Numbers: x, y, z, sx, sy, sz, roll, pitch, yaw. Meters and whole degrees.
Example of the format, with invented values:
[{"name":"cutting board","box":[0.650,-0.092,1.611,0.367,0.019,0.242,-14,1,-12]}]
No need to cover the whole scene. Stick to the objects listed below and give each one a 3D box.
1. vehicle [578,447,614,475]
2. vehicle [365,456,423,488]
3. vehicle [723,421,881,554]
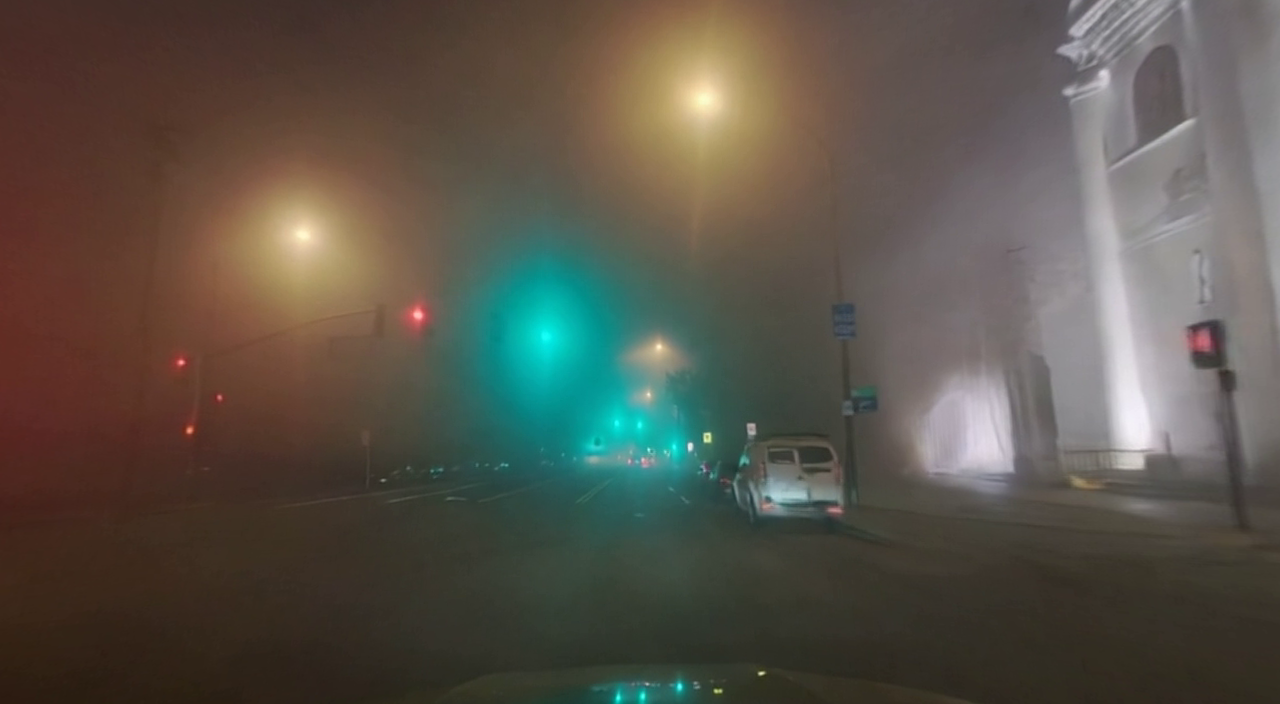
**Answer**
[{"name":"vehicle","box":[-3.257,8.214,47.725,2.293,1.936,4.737,1,-9,1]},{"name":"vehicle","box":[-15.271,7.446,39.442,1.978,1.819,4.477,0,-10,-2]},{"name":"vehicle","box":[3.004,2.620,12.915,2.074,2.041,5.045,3,-9,2]}]
